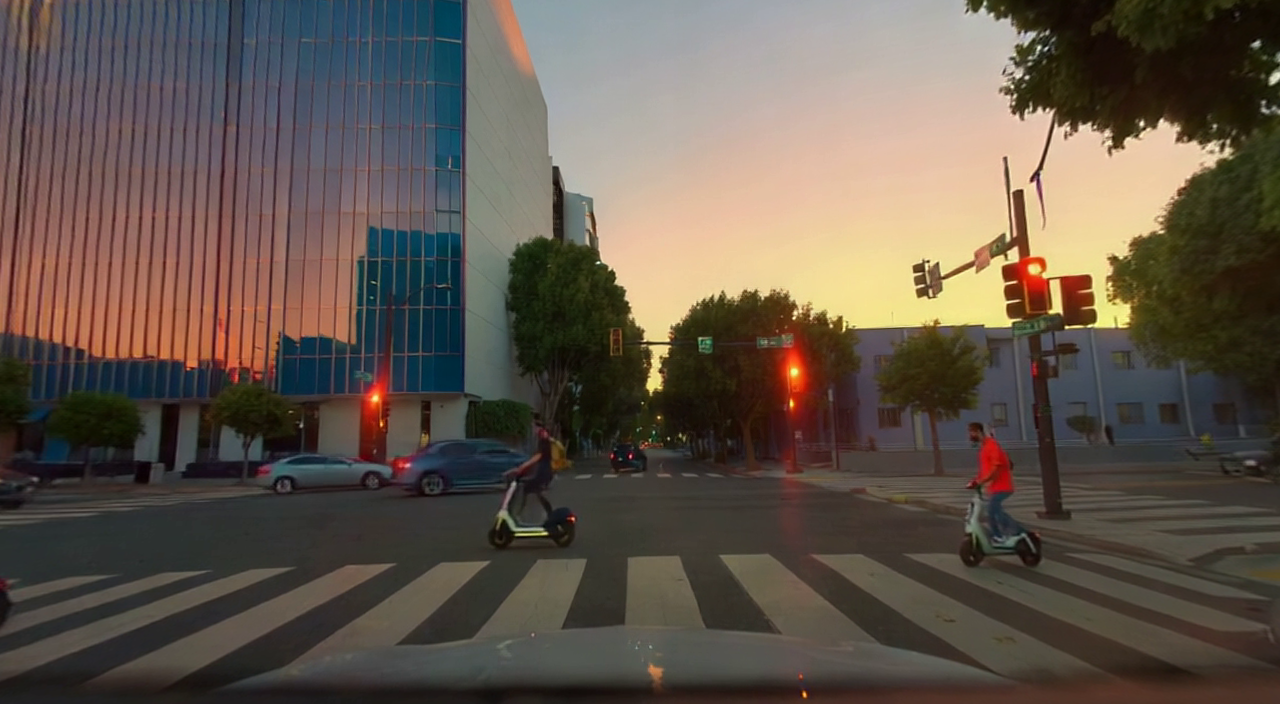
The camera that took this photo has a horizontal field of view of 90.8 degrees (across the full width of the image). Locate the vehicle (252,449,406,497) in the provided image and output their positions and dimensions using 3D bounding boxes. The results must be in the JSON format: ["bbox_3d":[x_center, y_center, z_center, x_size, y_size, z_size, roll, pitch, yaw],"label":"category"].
[{"bbox_3d":[-10.598,4.109,21.874,4.485,1.463,2.075,3,-9,-23],"label":"vehicle"}]

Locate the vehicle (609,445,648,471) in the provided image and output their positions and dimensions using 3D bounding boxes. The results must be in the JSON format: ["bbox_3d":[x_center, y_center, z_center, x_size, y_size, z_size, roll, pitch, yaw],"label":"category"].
[{"bbox_3d":[-0.691,6.923,41.528,2.051,1.616,4.641,-1,-8,5],"label":"vehicle"}]

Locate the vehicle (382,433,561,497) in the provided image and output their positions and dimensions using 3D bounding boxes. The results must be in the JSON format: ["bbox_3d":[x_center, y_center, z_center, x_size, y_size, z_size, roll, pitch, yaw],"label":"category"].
[{"bbox_3d":[-5.077,3.376,19.275,4.802,1.724,2.122,5,-10,-31],"label":"vehicle"}]
